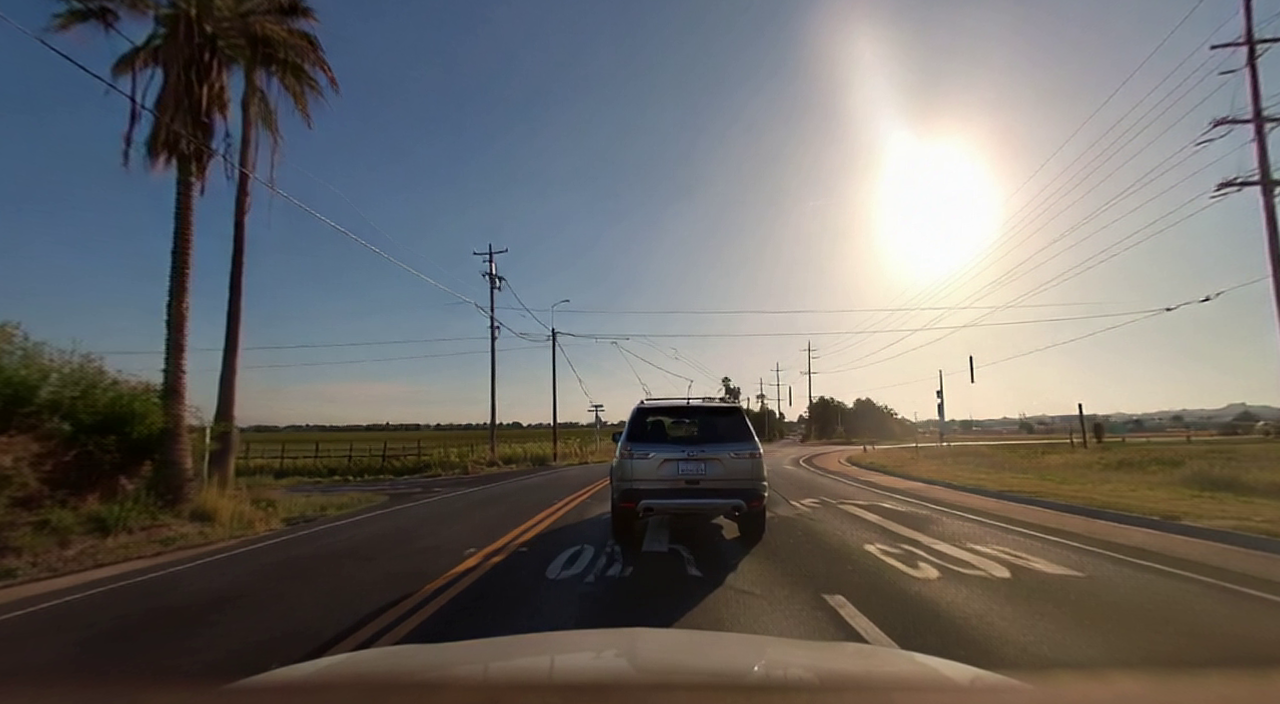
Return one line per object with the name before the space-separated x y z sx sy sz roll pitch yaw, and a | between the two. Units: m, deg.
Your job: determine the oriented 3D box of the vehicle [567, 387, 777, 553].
vehicle | 0.322 1.650 9.462 2.364 1.859 4.538 0 -8 -1
